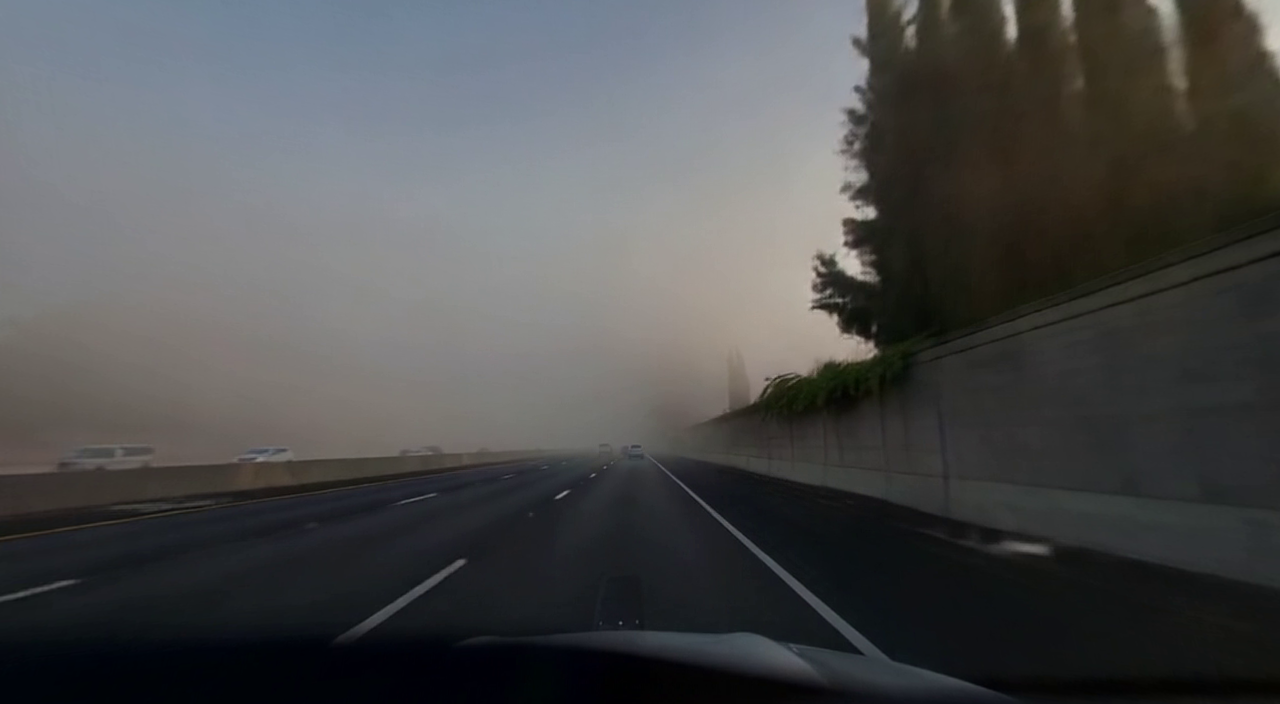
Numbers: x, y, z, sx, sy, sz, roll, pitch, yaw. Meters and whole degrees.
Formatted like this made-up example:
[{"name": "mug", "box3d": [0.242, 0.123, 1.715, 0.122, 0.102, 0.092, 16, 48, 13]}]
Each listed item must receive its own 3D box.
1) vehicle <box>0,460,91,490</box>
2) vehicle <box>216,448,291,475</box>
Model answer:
[{"name": "vehicle", "box3d": [-33.360, 6.753, 34.919, 1.804, 1.475, 4.380, 0, -9, 0]}, {"name": "vehicle", "box3d": [-26.143, 7.395, 42.803, 2.050, 1.749, 4.770, 0, -9, 1]}]
